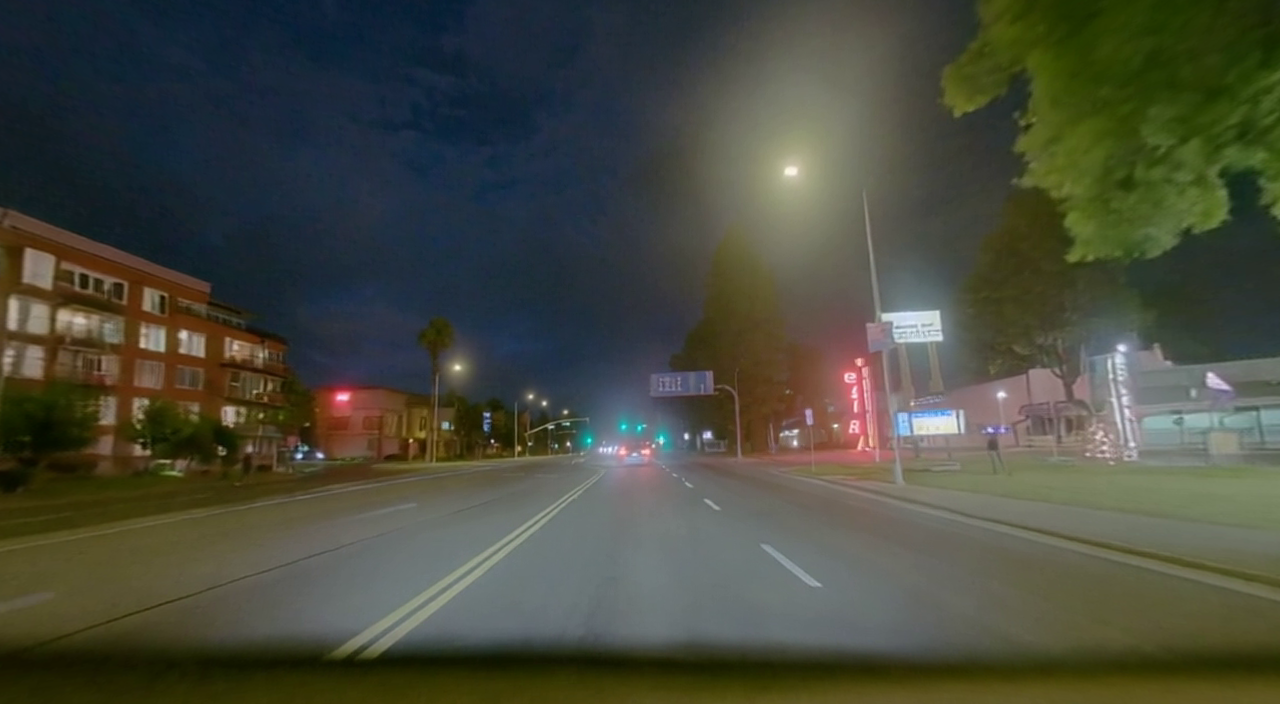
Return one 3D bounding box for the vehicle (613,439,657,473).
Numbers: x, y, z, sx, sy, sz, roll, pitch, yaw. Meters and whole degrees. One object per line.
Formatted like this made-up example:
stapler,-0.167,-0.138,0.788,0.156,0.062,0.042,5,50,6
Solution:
vehicle,-0.222,5.764,35.087,2.235,1.719,4.292,2,-9,1
